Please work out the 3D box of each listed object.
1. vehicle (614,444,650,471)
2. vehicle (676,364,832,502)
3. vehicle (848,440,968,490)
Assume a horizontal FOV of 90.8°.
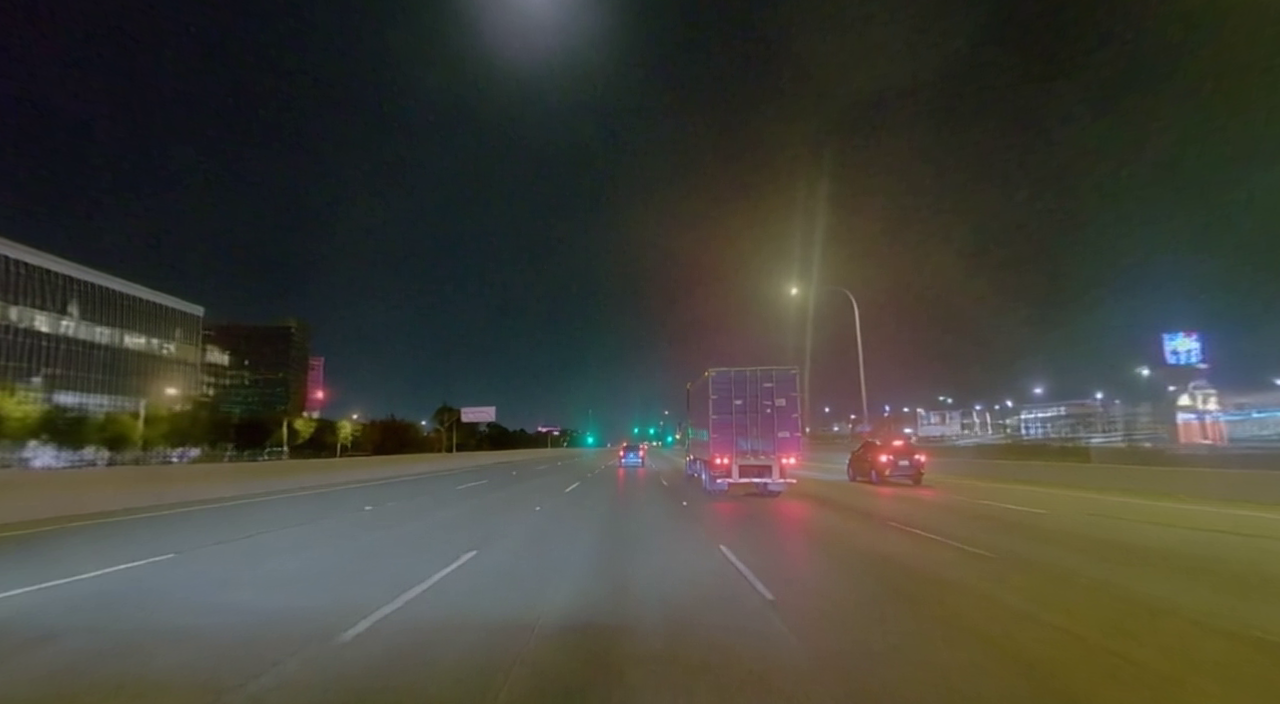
[{"bbox_3d":[-0.461,5.969,36.035,1.929,1.395,3.999,0,-8,0],"label":"vehicle"},{"bbox_3d":[3.056,2.747,20.807,2.934,3.325,10.986,0,-8,-1],"label":"vehicle"},{"bbox_3d":[8.901,3.771,21.510,2.105,1.494,4.537,0,-8,0],"label":"vehicle"}]
